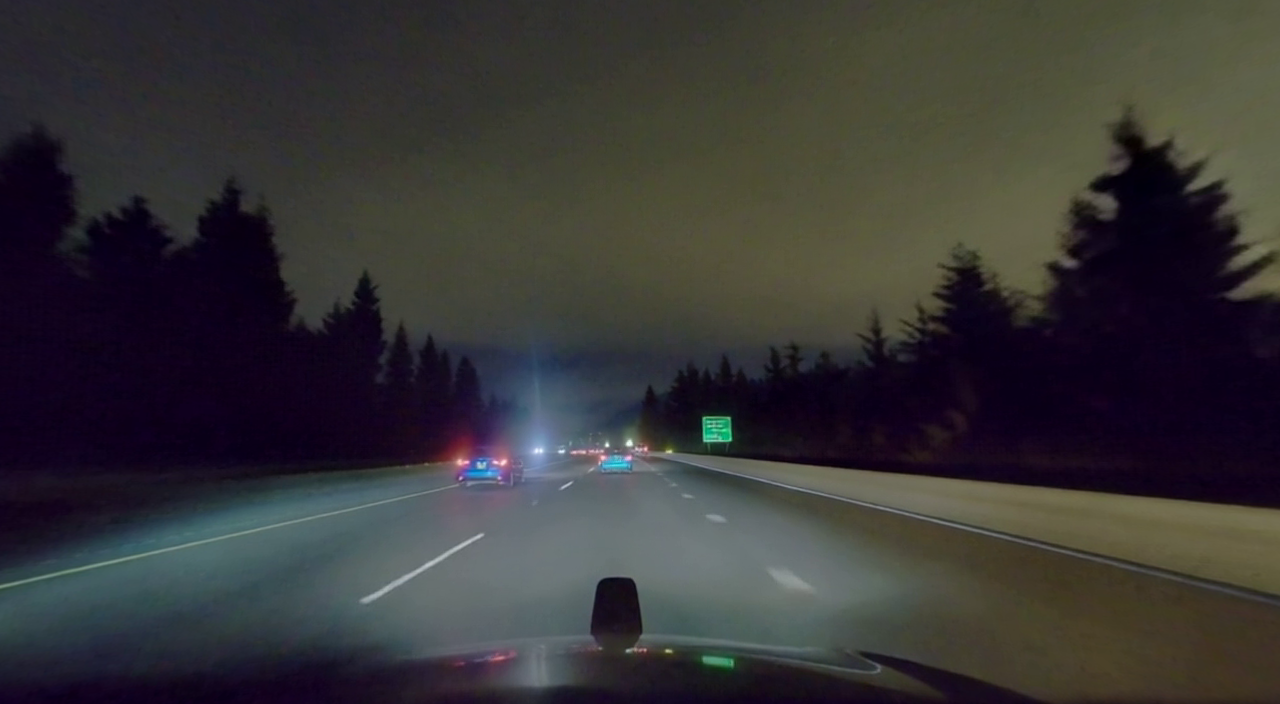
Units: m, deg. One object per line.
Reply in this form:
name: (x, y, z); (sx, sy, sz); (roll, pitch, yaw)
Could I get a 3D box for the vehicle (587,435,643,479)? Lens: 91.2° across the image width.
vehicle: (-1.035, 4.478, 26.866); (2.220, 1.711, 4.056); (0, -9, -1)

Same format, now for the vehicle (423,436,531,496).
vehicle: (-4.859, 3.471, 19.462); (2.103, 1.588, 4.709); (-1, -9, 0)
